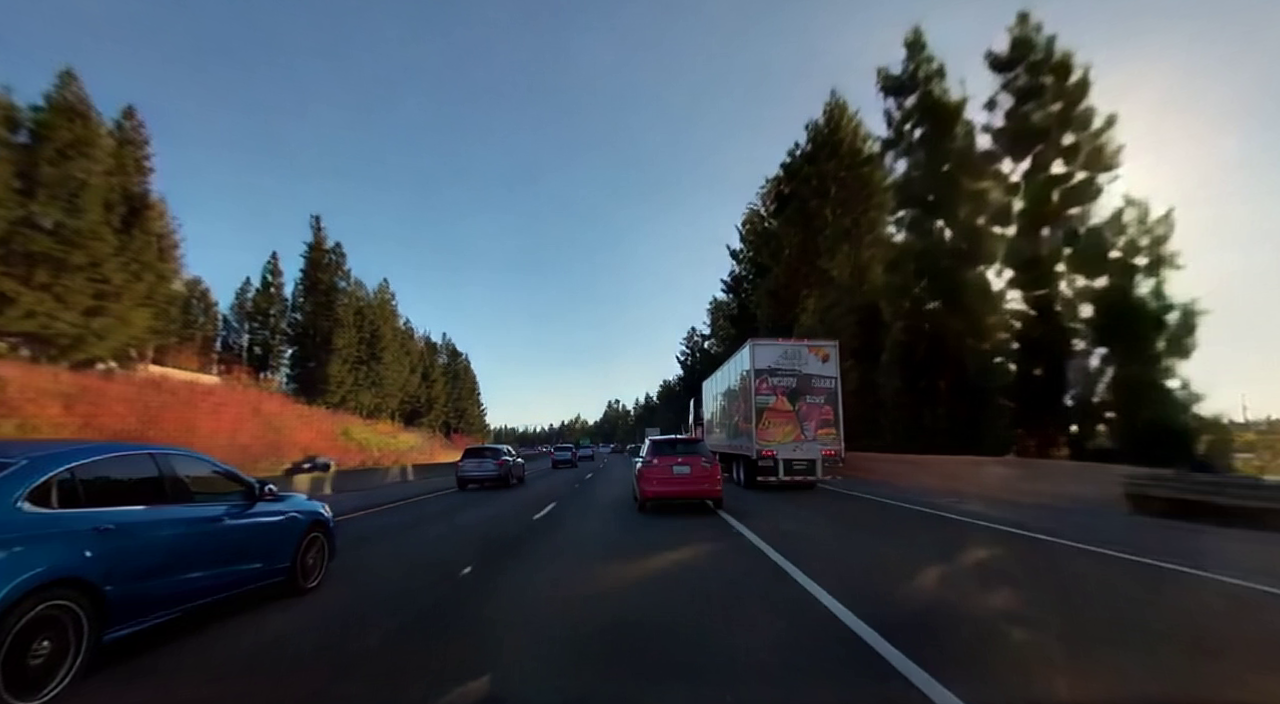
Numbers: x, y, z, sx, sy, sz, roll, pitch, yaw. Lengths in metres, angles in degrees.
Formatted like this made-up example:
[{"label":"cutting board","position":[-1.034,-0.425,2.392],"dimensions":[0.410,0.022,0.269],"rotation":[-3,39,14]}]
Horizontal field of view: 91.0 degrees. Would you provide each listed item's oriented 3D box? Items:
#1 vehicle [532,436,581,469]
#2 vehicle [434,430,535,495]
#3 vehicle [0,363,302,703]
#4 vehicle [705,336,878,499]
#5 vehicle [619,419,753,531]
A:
[{"label":"vehicle","position":[-4.503,5.488,34.574],"dimensions":[2.014,1.683,4.275],"rotation":[0,-8,1]},{"label":"vehicle","position":[-4.267,3.082,17.917],"dimensions":[1.905,1.642,3.803],"rotation":[0,-8,0]},{"label":"vehicle","position":[-4.060,0.951,3.410],"dimensions":[1.983,1.666,4.452],"rotation":[0,-8,0]},{"label":"vehicle","position":[4.498,2.637,22.884],"dimensions":[2.828,4.081,14.220],"rotation":[0,-8,0]},{"label":"vehicle","position":[0.653,2.114,11.337],"dimensions":[2.017,1.662,3.543],"rotation":[0,-8,-1]}]
